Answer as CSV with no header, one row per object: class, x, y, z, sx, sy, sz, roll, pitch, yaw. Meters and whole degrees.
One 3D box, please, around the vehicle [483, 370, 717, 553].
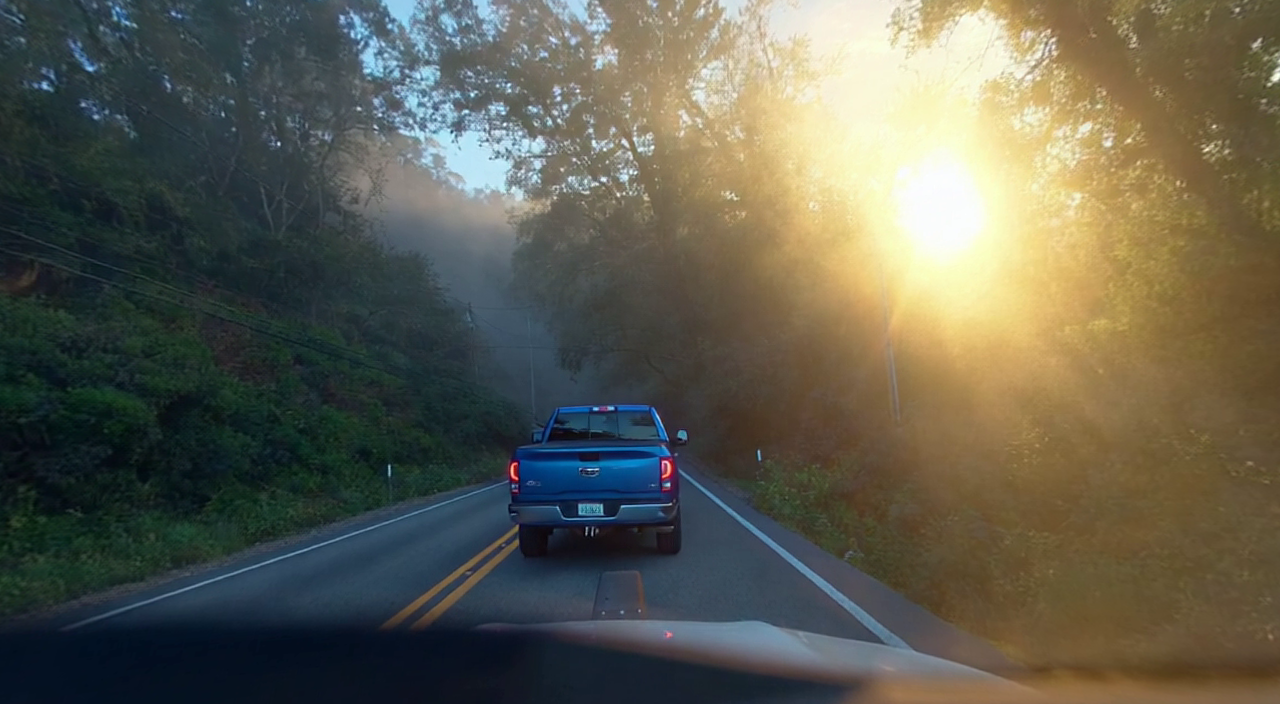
vehicle,-0.532,1.758,10.729,2.837,2.223,5.885,0,-8,-1
